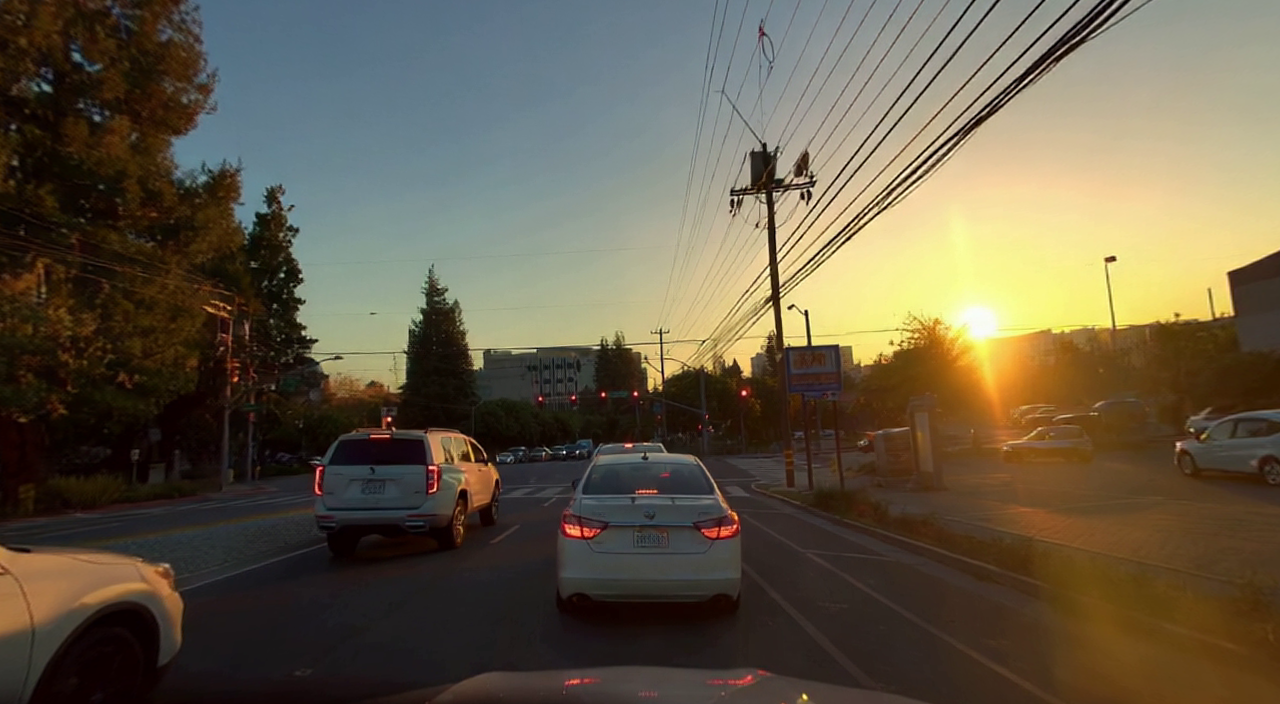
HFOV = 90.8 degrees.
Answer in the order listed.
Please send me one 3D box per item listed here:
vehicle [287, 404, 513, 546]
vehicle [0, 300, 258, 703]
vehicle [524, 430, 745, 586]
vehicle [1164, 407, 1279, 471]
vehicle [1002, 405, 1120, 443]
[{"bbox_3d":[-3.850,2.085,11.368,2.147,1.963,4.927,0,-8,-1],"label":"vehicle"},{"bbox_3d":[-3.594,0.631,1.525,2.085,1.943,5.053,0,-8,1],"label":"vehicle"},{"bbox_3d":[-0.104,1.800,8.138,2.121,1.474,3.968,0,-8,-1],"label":"vehicle"},{"bbox_3d":[17.009,2.544,18.270,1.858,1.622,4.491,-5,-10,28],"label":"vehicle"},{"bbox_3d":[26.849,4.642,40.505,5.782,2.286,2.223,-1,-9,4],"label":"vehicle"}]
